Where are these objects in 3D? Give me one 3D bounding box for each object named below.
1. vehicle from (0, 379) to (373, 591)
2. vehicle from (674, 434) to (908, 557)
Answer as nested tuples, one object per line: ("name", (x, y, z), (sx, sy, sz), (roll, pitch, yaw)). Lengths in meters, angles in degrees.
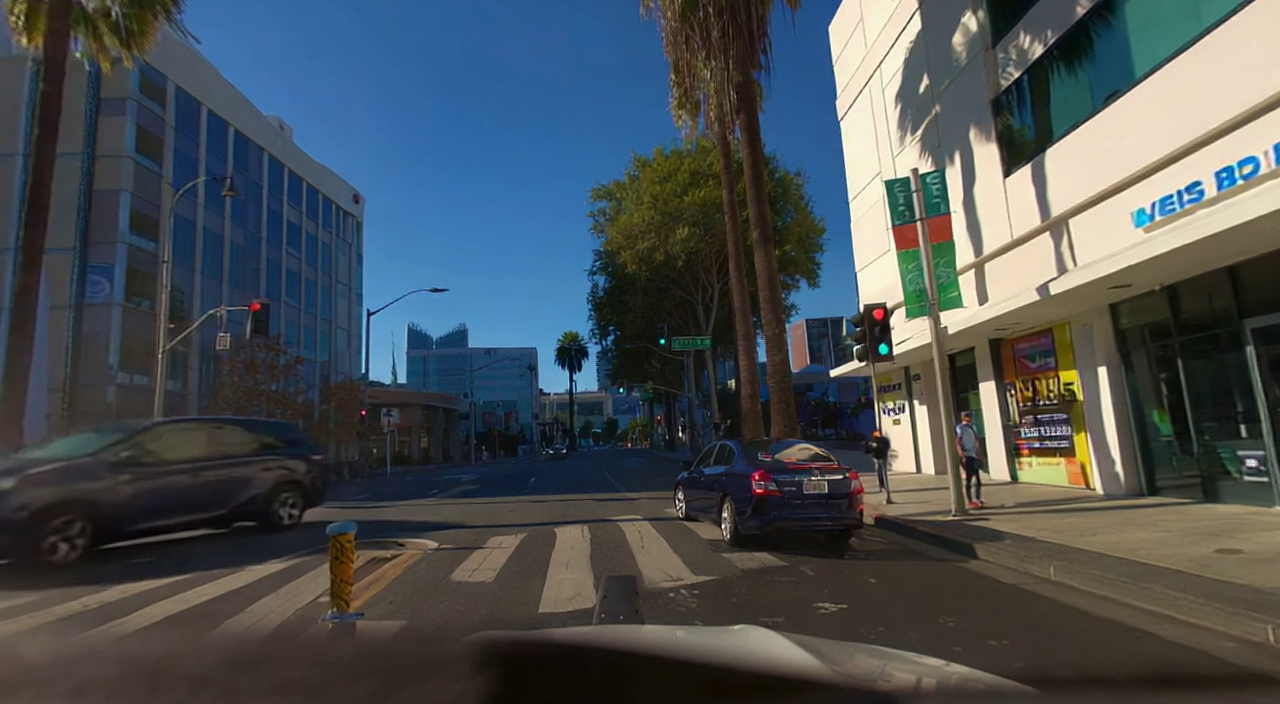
("vehicle", (-6.130, 1.653, 8.791), (2.190, 1.964, 5.614), (-1, -8, 2))
("vehicle", (1.999, 2.087, 10.107), (2.090, 1.466, 4.676), (1, -8, -7))
